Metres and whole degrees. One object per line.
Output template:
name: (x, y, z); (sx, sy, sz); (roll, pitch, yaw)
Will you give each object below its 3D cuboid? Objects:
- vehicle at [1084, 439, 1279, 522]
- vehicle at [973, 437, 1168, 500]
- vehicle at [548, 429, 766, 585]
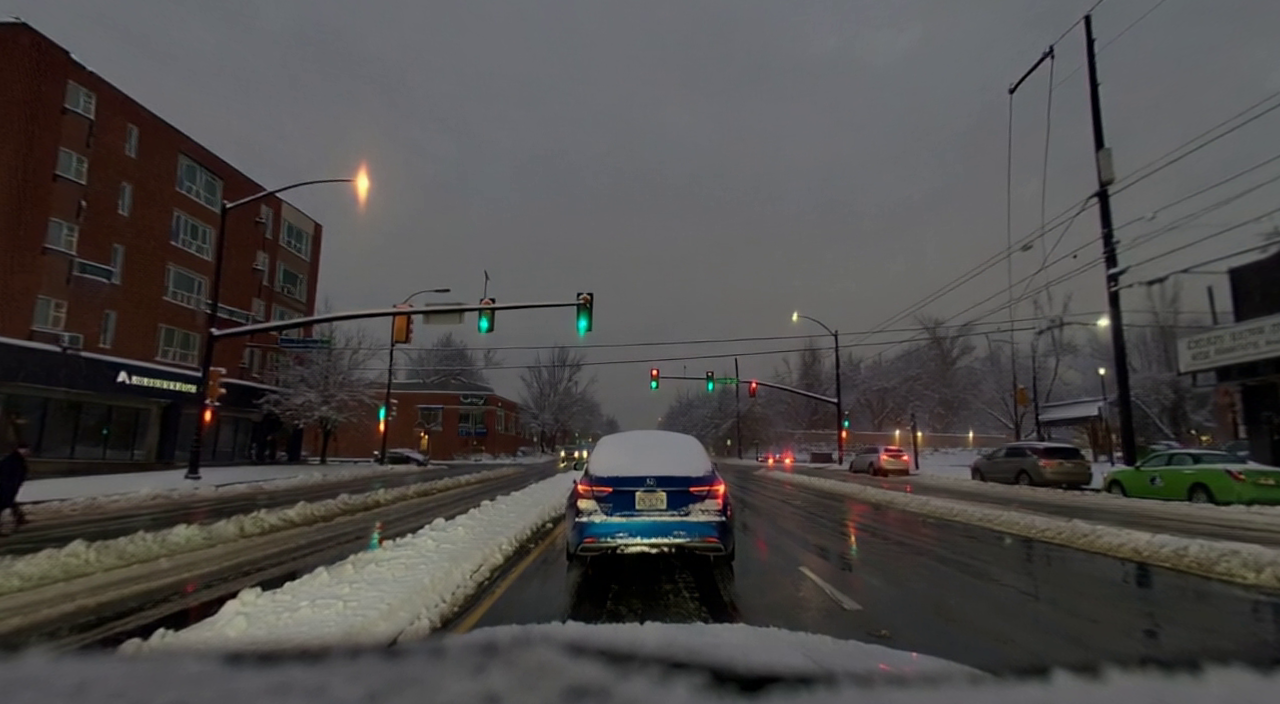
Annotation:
vehicle: (14.178, 3.109, 15.916); (2.235, 1.721, 5.230); (0, -9, 1)
vehicle: (14.067, 3.831, 21.315); (2.309, 1.819, 5.793); (0, -9, -3)
vehicle: (0.134, 1.807, 8.204); (2.067, 1.471, 4.241); (0, -9, -1)
